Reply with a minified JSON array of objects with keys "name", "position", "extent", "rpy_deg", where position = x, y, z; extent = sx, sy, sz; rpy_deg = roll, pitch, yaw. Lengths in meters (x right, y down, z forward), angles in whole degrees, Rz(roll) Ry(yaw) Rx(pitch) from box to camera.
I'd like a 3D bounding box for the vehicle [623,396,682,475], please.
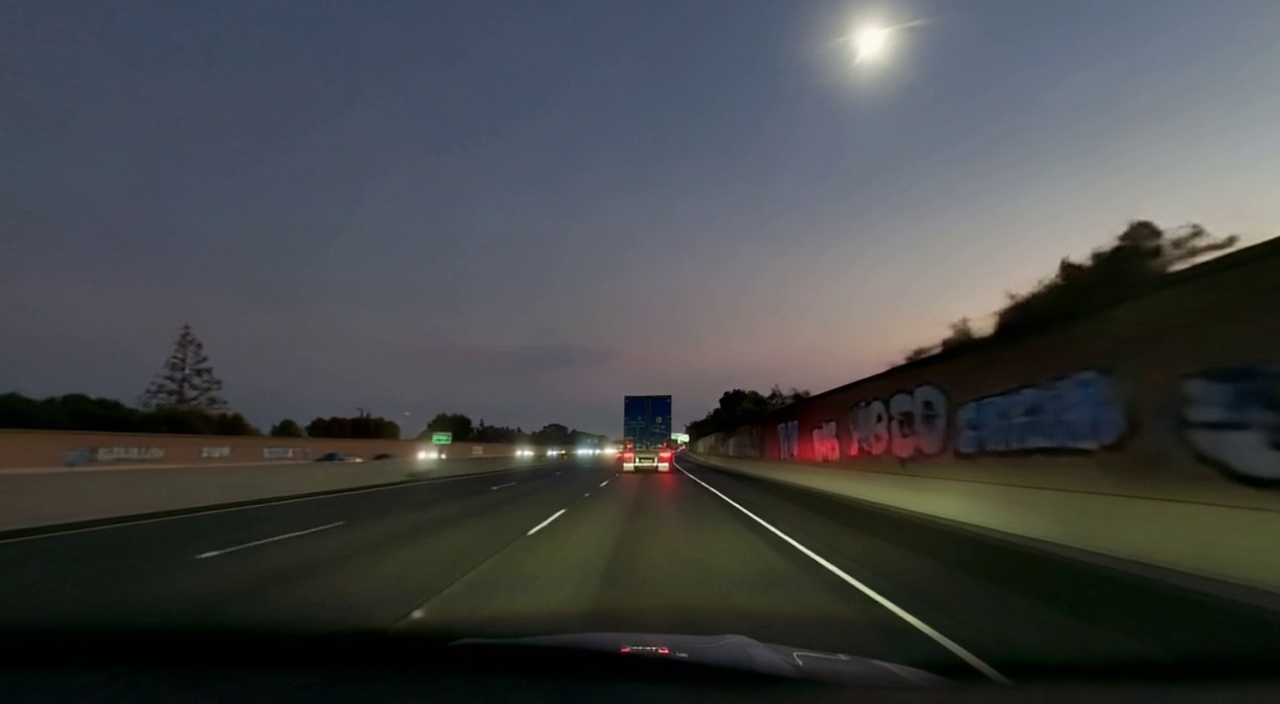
[{"name":"vehicle","position":[0.618,5.111,37.774],"extent":[2.997,4.069,10.871],"rpy_deg":[0,-9,0]}]
